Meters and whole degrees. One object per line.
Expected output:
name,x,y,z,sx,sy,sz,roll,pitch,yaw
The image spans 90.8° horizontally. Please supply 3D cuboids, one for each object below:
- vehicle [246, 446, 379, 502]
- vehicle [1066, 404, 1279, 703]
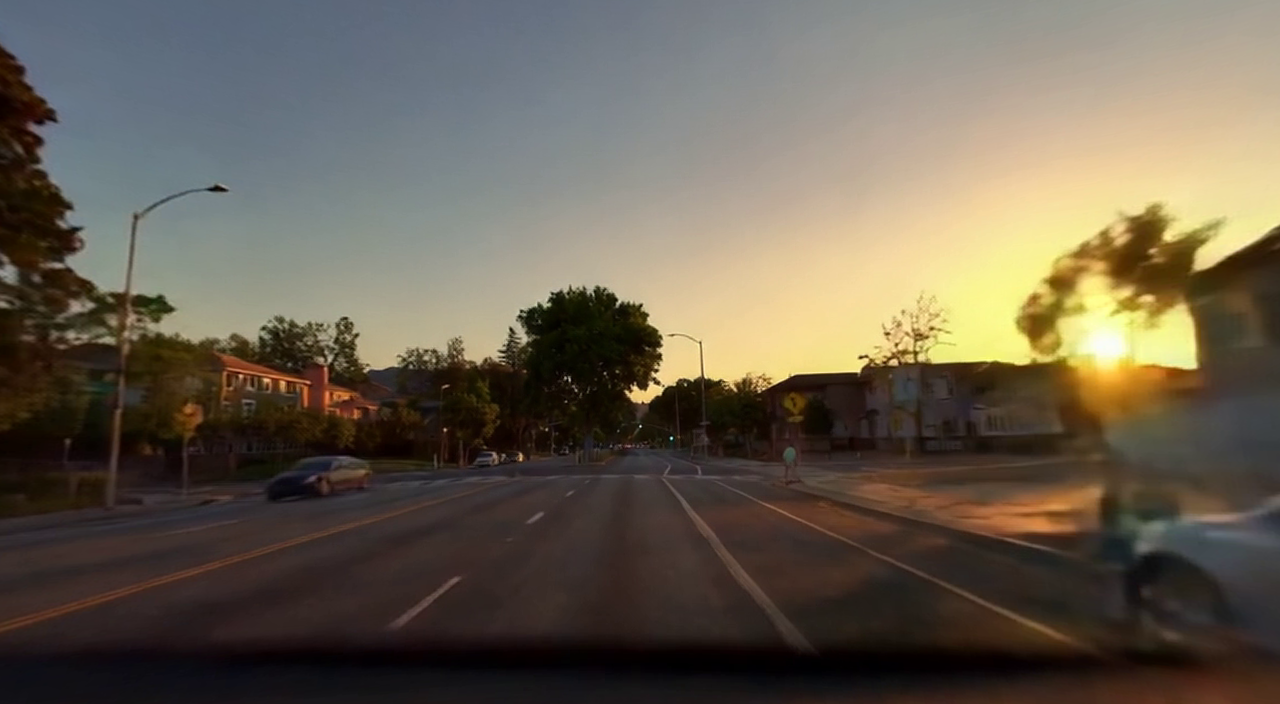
vehicle,-10.350,3.859,20.431,2.022,1.569,4.275,0,-8,0
vehicle,4.047,0.864,1.887,2.072,1.536,4.918,0,-8,-1
